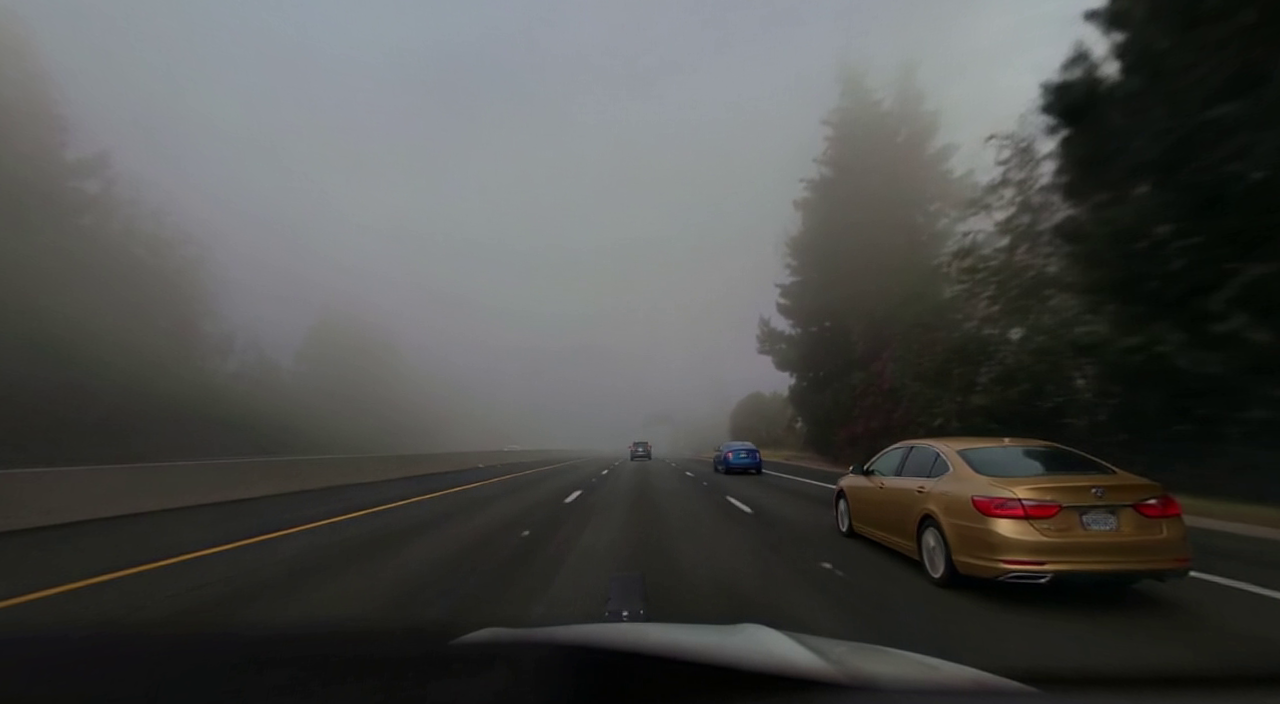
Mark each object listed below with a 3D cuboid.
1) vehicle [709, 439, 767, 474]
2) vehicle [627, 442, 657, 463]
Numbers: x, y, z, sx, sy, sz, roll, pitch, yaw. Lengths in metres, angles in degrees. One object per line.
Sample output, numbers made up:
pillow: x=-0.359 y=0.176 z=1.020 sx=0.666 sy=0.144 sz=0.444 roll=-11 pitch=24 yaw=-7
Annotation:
vehicle: x=4.583 y=4.982 z=30.133 sx=2.008 sy=1.524 sz=4.598 roll=0 pitch=-8 yaw=0
vehicle: x=0.123 y=7.341 z=45.859 sx=2.052 sy=1.449 sz=3.857 roll=0 pitch=-8 yaw=0
